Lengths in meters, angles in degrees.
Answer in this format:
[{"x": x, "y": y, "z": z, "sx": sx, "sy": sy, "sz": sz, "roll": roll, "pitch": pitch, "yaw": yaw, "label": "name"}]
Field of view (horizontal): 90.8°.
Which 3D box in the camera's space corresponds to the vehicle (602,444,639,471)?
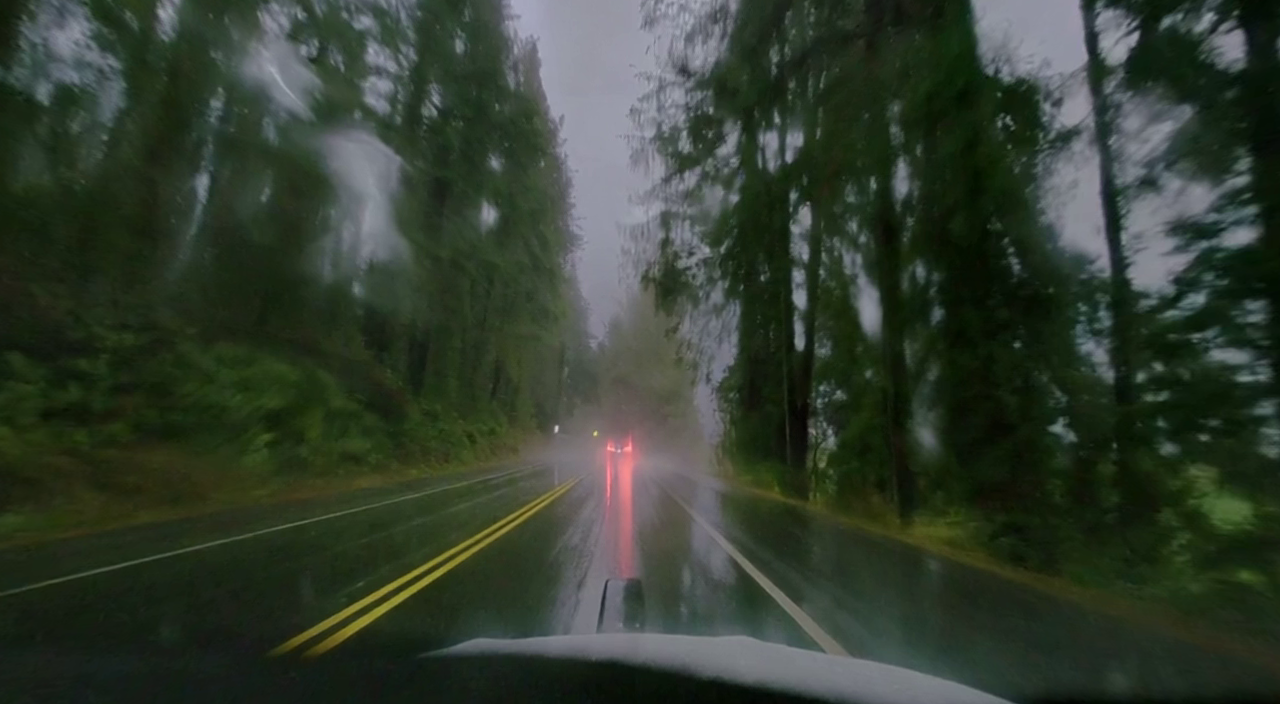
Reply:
[{"x": -1.180, "y": 6.256, "z": 37.693, "sx": 2.042, "sy": 1.489, "sz": 3.963, "roll": 0, "pitch": -9, "yaw": -2, "label": "vehicle"}]
